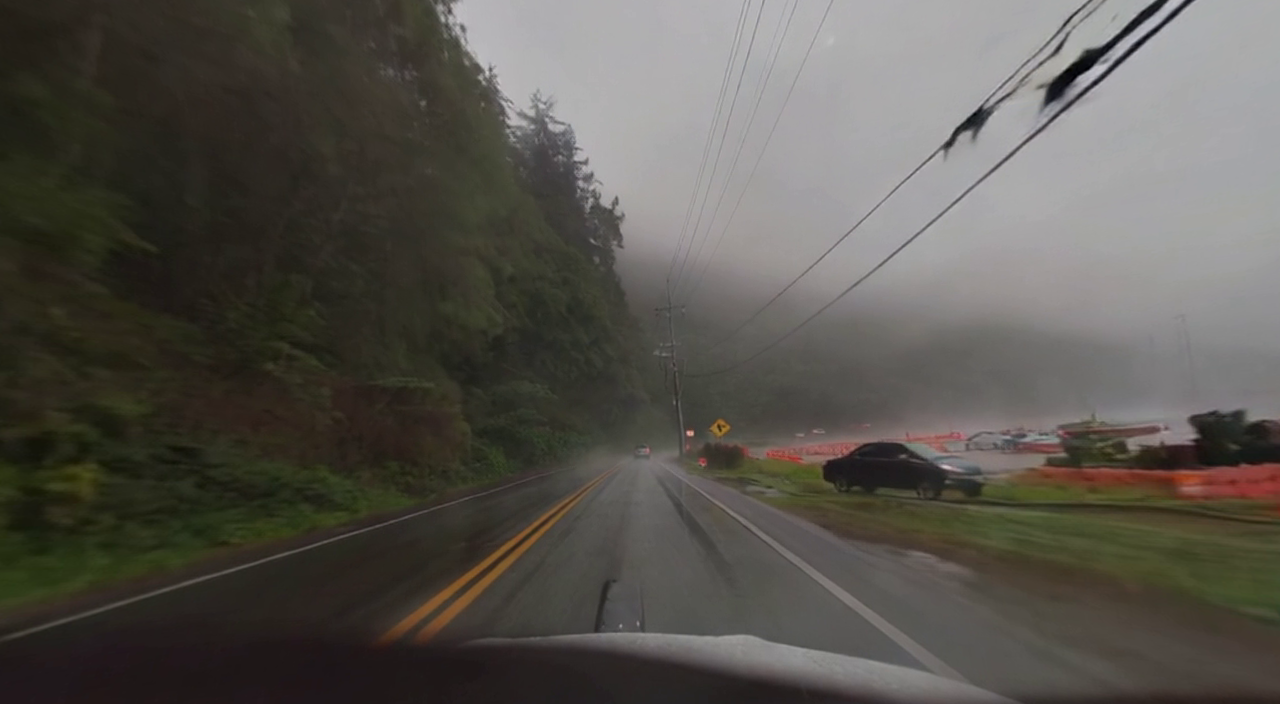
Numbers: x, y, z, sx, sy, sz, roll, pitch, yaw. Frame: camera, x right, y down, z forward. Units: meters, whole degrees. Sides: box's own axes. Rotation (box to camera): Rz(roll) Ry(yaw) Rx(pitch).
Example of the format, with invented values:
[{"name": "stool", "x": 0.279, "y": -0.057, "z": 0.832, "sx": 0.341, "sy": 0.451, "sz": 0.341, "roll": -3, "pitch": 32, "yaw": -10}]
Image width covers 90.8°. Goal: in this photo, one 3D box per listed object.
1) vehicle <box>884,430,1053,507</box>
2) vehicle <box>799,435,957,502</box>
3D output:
[{"name": "vehicle", "x": 8.886, "y": 3.170, "z": 17.009, "sx": 4.536, "sy": 1.796, "sz": 1.988, "roll": 8, "pitch": -13, "yaw": -33}, {"name": "vehicle", "x": 7.261, "y": 3.523, "z": 19.193, "sx": 4.620, "sy": 1.820, "sz": 1.917, "roll": 6, "pitch": -10, "yaw": -29}]
